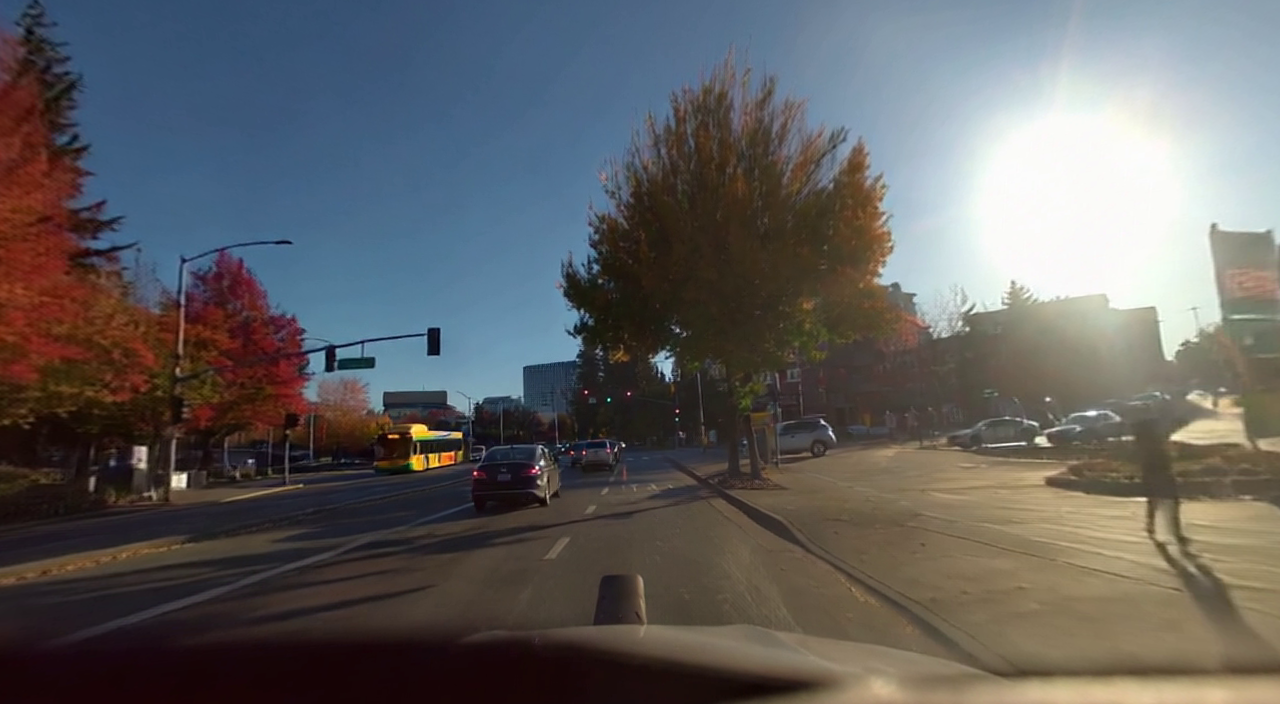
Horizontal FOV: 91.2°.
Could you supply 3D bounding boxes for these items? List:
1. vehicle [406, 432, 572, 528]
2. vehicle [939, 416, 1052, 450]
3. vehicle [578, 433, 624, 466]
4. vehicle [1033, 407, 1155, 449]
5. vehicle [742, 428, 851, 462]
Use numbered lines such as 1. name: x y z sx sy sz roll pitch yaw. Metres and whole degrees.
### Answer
1. vehicle: -2.613 2.343 12.003 2.092 1.507 4.078 0 -9 1
2. vehicle: 16.729 3.862 29.640 4.064 1.507 2.078 0 -9 1
3. vehicle: -2.143 5.589 35.850 2.365 1.751 3.904 0 -9 0
4. vehicle: 21.270 3.595 29.473 4.172 1.687 1.773 -4 -8 0
5. vehicle: 7.808 4.704 31.692 4.894 1.451 2.089 -3 -8 1
